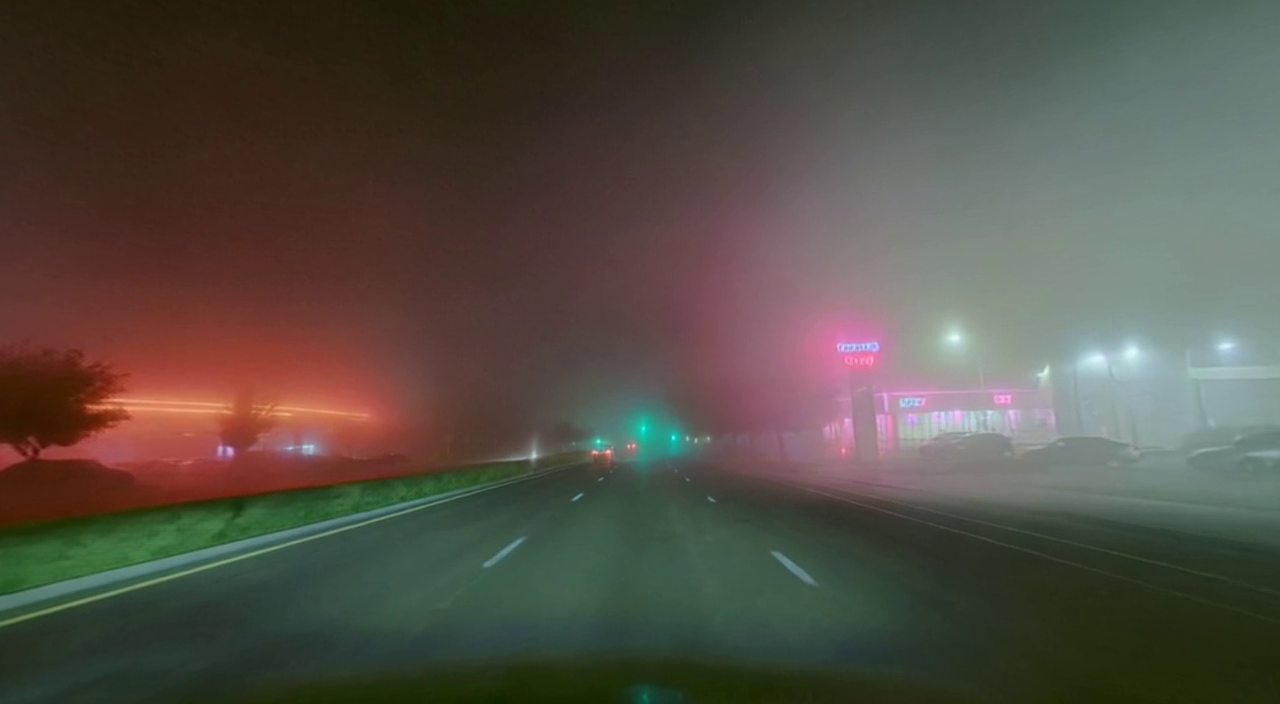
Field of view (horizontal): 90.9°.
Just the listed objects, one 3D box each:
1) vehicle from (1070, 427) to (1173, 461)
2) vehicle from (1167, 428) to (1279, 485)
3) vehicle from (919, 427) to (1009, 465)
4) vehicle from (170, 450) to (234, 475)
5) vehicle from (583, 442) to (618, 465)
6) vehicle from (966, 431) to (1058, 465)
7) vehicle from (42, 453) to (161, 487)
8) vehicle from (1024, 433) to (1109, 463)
[{"bbox_3d":[25.524,4.889,33.616,2.024,1.683,4.322,0,-8,0],"label":"vehicle"},{"bbox_3d":[17.515,2.824,17.194,4.546,1.417,1.932,0,-8,-2],"label":"vehicle"},{"bbox_3d":[17.089,4.997,33.592,2.038,1.827,4.870,0,-8,-2],"label":"vehicle"},{"bbox_3d":[-31.327,7.877,45.212,1.830,1.663,4.166,1,-8,-6],"label":"vehicle"},{"bbox_3d":[-2.741,7.149,44.557,2.082,1.460,4.442,0,-8,1],"label":"vehicle"},{"bbox_3d":[19.747,5.087,33.708,2.074,1.607,4.465,-2,-8,-1],"label":"vehicle"},{"bbox_3d":[-27.616,6.038,32.557,1.910,1.498,4.703,0,-8,2],"label":"vehicle"},{"bbox_3d":[22.610,5.074,33.585,1.828,1.450,3.730,-2,-8,-1],"label":"vehicle"}]
